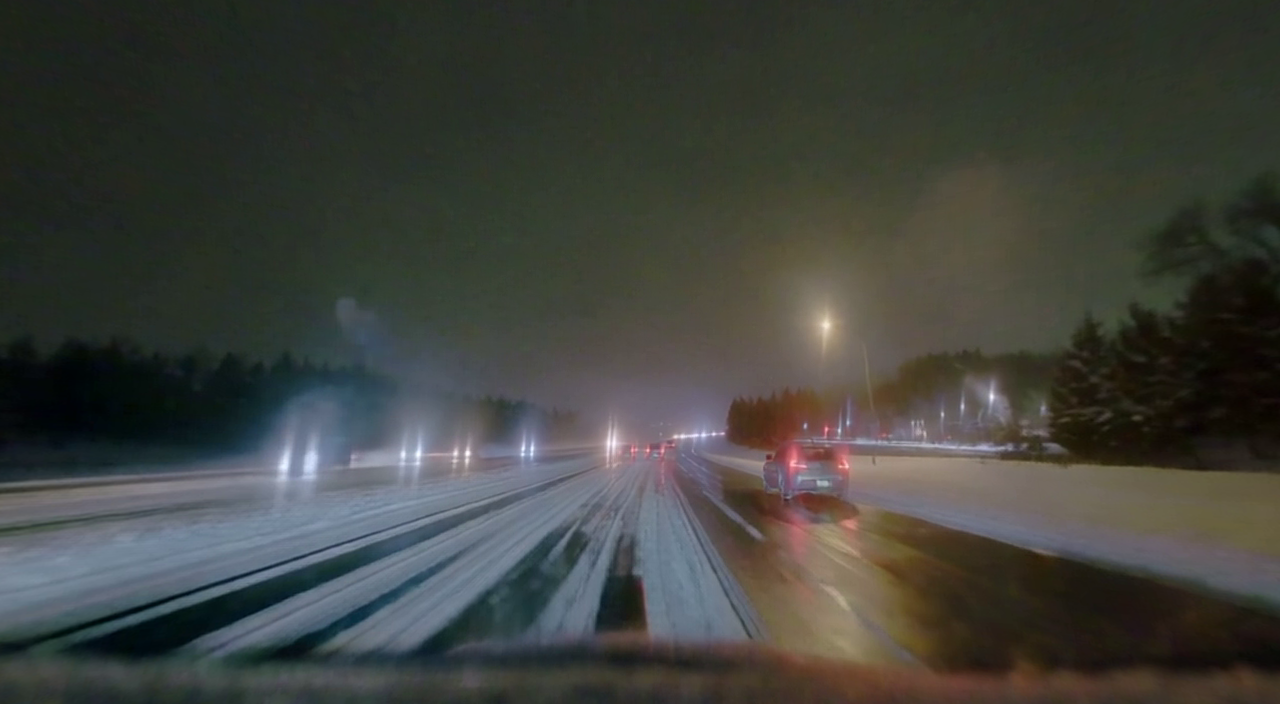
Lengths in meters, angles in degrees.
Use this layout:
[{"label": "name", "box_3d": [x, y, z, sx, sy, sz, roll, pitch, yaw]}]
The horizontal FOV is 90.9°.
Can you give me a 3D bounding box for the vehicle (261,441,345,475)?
[{"label": "vehicle", "box_3d": [-19.960, 6.264, 37.623, 2.146, 1.825, 5.020, -1, -8, 1]}]
